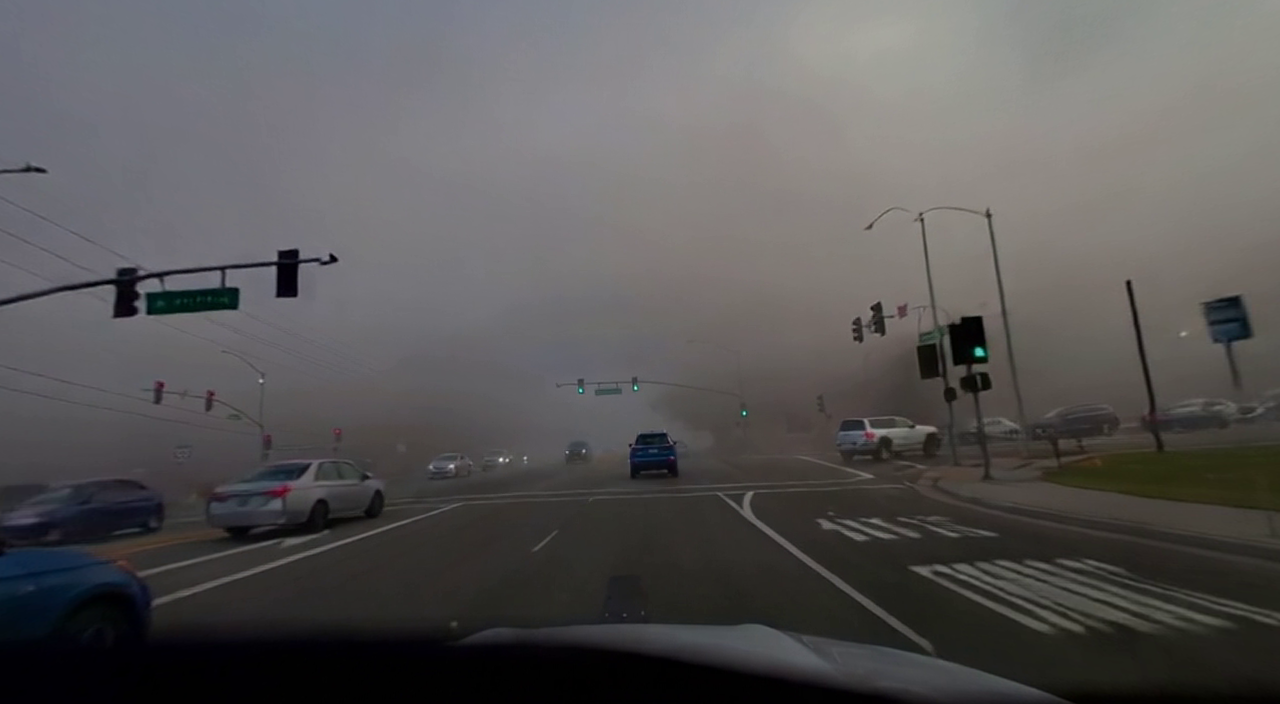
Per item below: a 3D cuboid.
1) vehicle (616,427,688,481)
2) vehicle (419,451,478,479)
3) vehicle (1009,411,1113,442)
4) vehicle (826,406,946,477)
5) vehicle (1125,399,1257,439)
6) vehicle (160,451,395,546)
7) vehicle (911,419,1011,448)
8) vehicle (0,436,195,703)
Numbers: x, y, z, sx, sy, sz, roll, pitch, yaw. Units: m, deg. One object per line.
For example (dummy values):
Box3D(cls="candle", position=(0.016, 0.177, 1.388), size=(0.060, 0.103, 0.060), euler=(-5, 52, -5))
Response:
Box3D(cls="vehicle", position=(0.383, 3.968, 24.756), size=(2.513, 1.854, 5.235), euler=(0, -9, -1))
Box3D(cls="vehicle", position=(-11.254, 6.667, 37.453), size=(2.016, 1.468, 4.612), euler=(0, -9, 0))
Box3D(cls="vehicle", position=(25.618, 4.570, 38.509), size=(4.769, 1.486, 2.043), euler=(-3, -9, 0))
Box3D(cls="vehicle", position=(8.882, 3.195, 22.377), size=(2.452, 2.148, 5.877), euler=(-6, -10, 35))
Box3D(cls="vehicle", position=(26.161, 3.220, 30.028), size=(4.386, 1.760, 2.228), euler=(1, -9, -7))
Box3D(cls="vehicle", position=(-6.690, 2.702, 12.375), size=(1.966, 1.461, 4.422), euler=(0, -9, 0))
Box3D(cls="vehicle", position=(17.643, 4.515, 34.782), size=(4.430, 1.480, 1.923), euler=(0, -9, -1))
Box3D(cls="vehicle", position=(-3.699, 0.950, 1.666), size=(1.996, 1.463, 4.094), euler=(0, -9, 1))
